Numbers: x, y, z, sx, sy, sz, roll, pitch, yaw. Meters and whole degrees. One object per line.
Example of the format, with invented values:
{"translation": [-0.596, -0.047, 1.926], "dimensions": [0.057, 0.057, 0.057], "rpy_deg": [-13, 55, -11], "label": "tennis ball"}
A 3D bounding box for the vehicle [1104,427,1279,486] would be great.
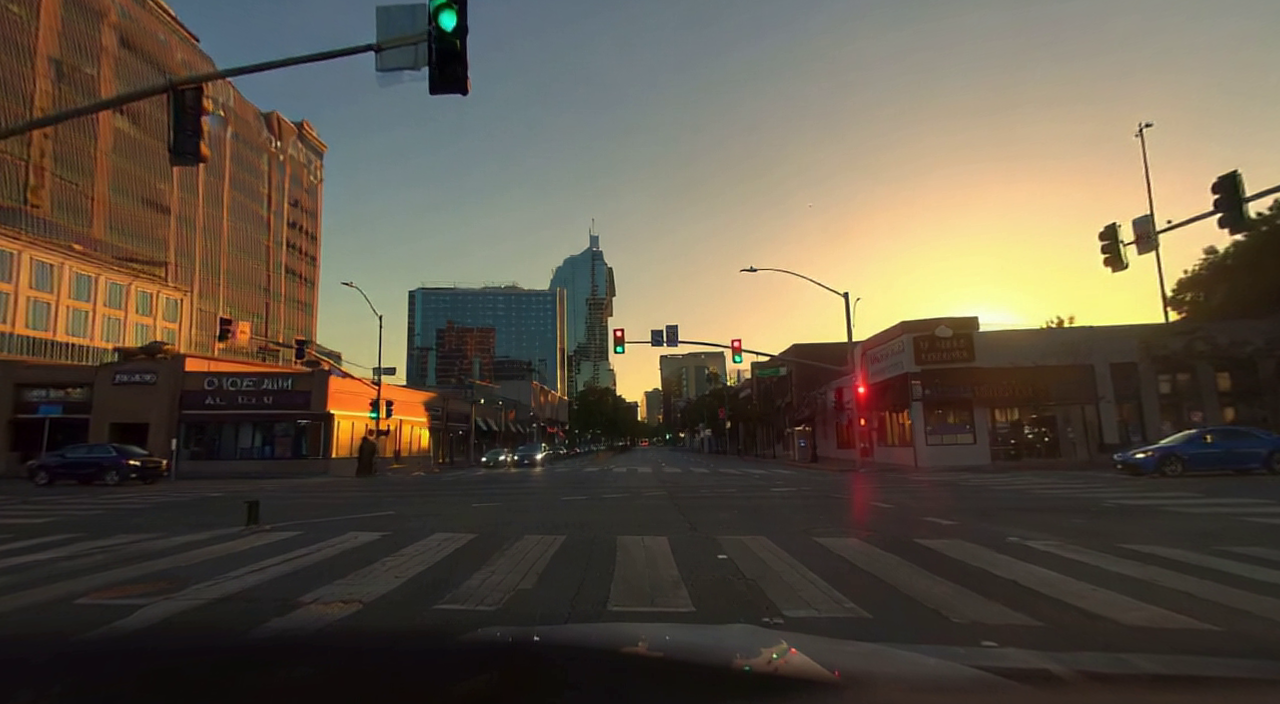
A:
{"translation": [15.416, 2.742, 16.683], "dimensions": [4.651, 1.463, 1.880], "rpy_deg": [-2, -9, 8], "label": "vehicle"}

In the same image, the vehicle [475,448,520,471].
{"translation": [-9.851, 7.467, 44.067], "dimensions": [2.106, 1.505, 4.228], "rpy_deg": [0, -8, 0], "label": "vehicle"}

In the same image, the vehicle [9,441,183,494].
{"translation": [-21.162, 4.478, 24.673], "dimensions": [5.161, 1.910, 2.275], "rpy_deg": [-2, -9, 11], "label": "vehicle"}

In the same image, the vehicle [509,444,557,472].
{"translation": [-6.798, 6.787, 40.664], "dimensions": [2.181, 1.703, 4.512], "rpy_deg": [-1, -8, 2], "label": "vehicle"}
